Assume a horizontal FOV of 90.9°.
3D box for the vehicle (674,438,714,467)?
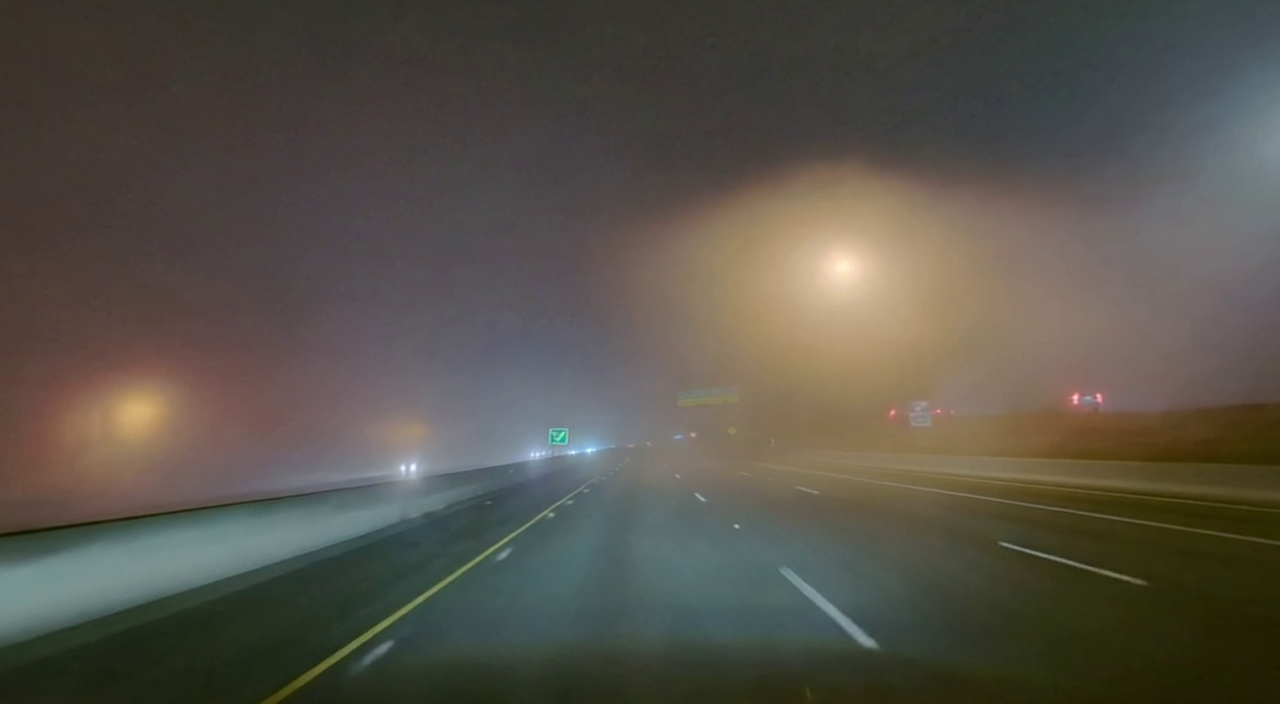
[{"bbox_3d":[3.406,6.469,40.604,2.099,1.748,4.331,0,-8,-2],"label":"vehicle"}]
